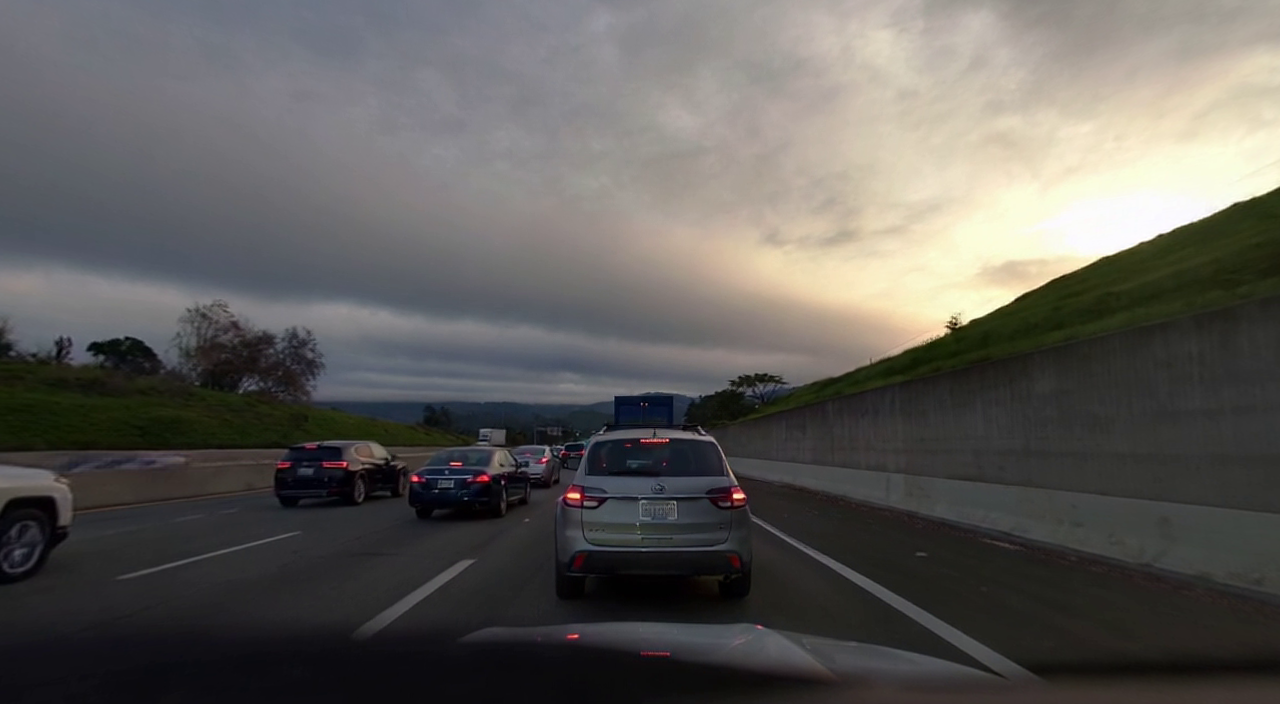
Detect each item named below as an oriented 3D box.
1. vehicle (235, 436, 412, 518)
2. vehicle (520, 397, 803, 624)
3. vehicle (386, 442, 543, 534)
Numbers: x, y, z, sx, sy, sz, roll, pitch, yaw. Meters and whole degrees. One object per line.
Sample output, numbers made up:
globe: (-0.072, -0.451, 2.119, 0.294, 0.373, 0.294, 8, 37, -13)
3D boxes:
vehicle: (-7.506, 2.981, 15.602, 1.986, 1.700, 4.558, 0, -9, 0)
vehicle: (0.129, 1.647, 7.670, 2.210, 1.760, 5.303, 0, -9, -1)
vehicle: (-3.234, 2.574, 12.535, 1.917, 1.506, 3.949, 0, -9, 1)
